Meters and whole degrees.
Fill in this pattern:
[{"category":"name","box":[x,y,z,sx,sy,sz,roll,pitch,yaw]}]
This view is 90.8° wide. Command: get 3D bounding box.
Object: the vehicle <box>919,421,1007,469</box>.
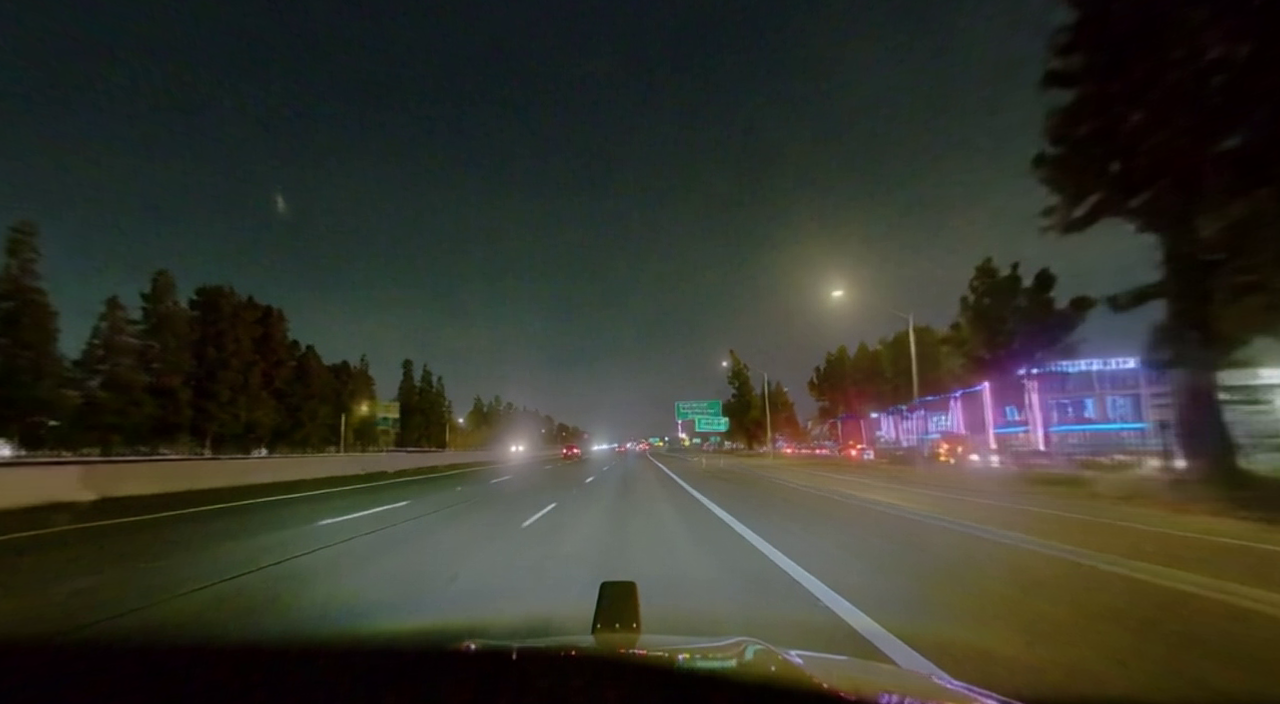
[{"category":"vehicle","box":[24.725,7.193,48.914,3.065,3.244,7.356,-2,-9,2]}]
